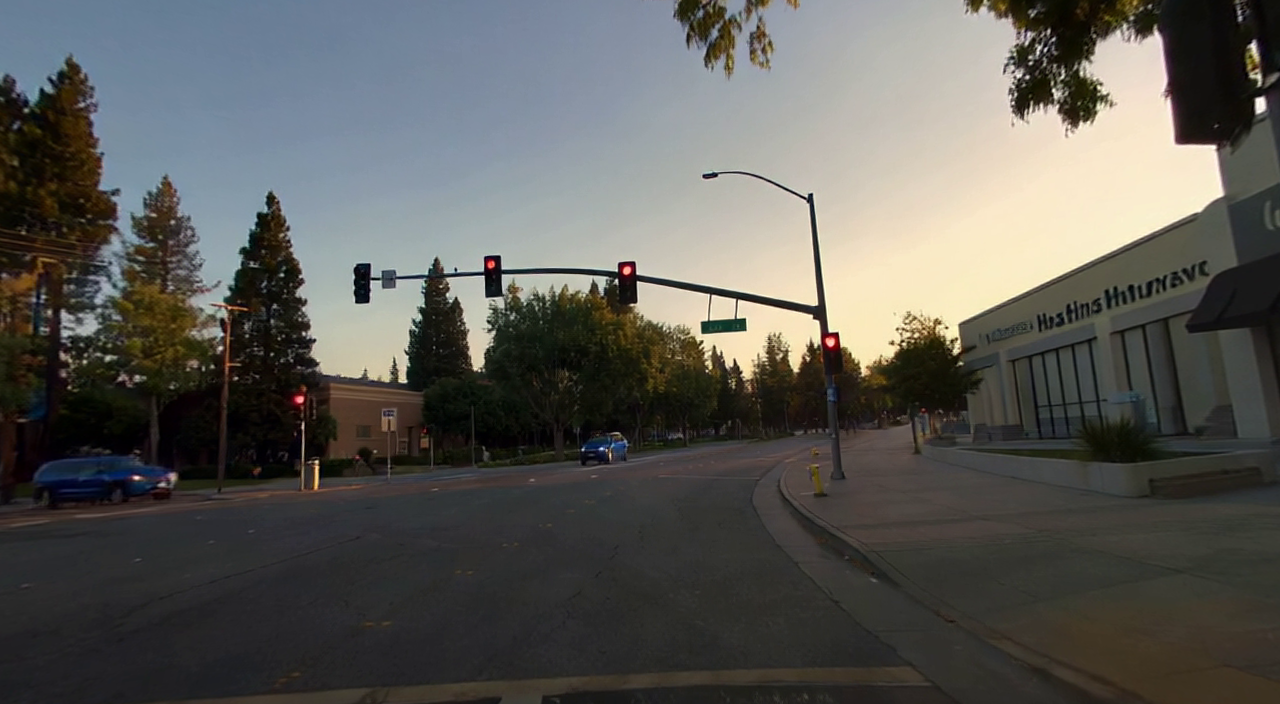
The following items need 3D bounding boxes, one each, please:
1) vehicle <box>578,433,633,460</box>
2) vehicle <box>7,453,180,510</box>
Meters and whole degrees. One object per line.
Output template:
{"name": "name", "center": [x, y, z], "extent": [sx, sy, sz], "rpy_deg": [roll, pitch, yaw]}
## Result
{"name": "vehicle", "center": [-2.333, 6.592, 44.083], "extent": [2.244, 1.792, 4.648], "rpy_deg": [-3, -9, 19]}
{"name": "vehicle", "center": [-18.638, 4.362, 21.613], "extent": [4.715, 1.745, 2.026], "rpy_deg": [-3, -9, 15]}
